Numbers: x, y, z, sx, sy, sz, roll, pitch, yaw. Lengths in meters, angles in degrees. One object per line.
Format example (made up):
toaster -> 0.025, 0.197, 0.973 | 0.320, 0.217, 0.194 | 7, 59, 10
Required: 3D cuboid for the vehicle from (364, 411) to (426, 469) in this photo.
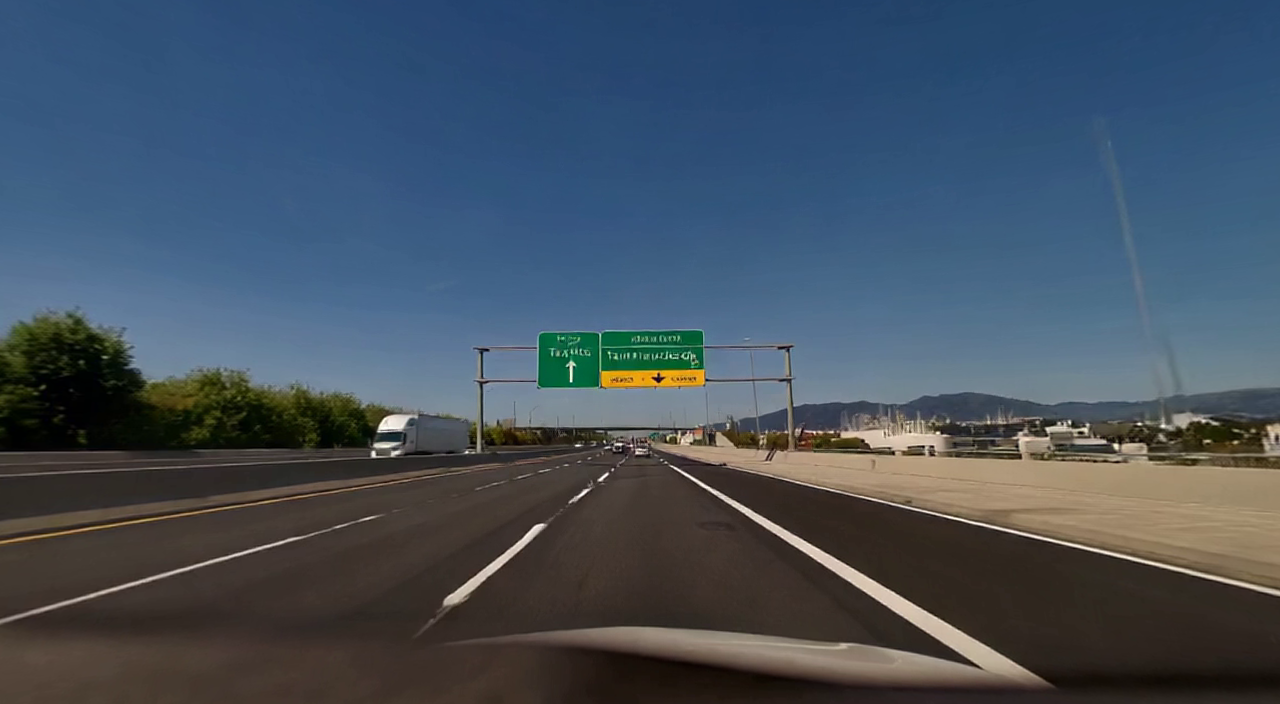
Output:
vehicle -> -18.482, 6.678, 47.757 | 3.251, 4.162, 3.126 | 0, -9, 1
